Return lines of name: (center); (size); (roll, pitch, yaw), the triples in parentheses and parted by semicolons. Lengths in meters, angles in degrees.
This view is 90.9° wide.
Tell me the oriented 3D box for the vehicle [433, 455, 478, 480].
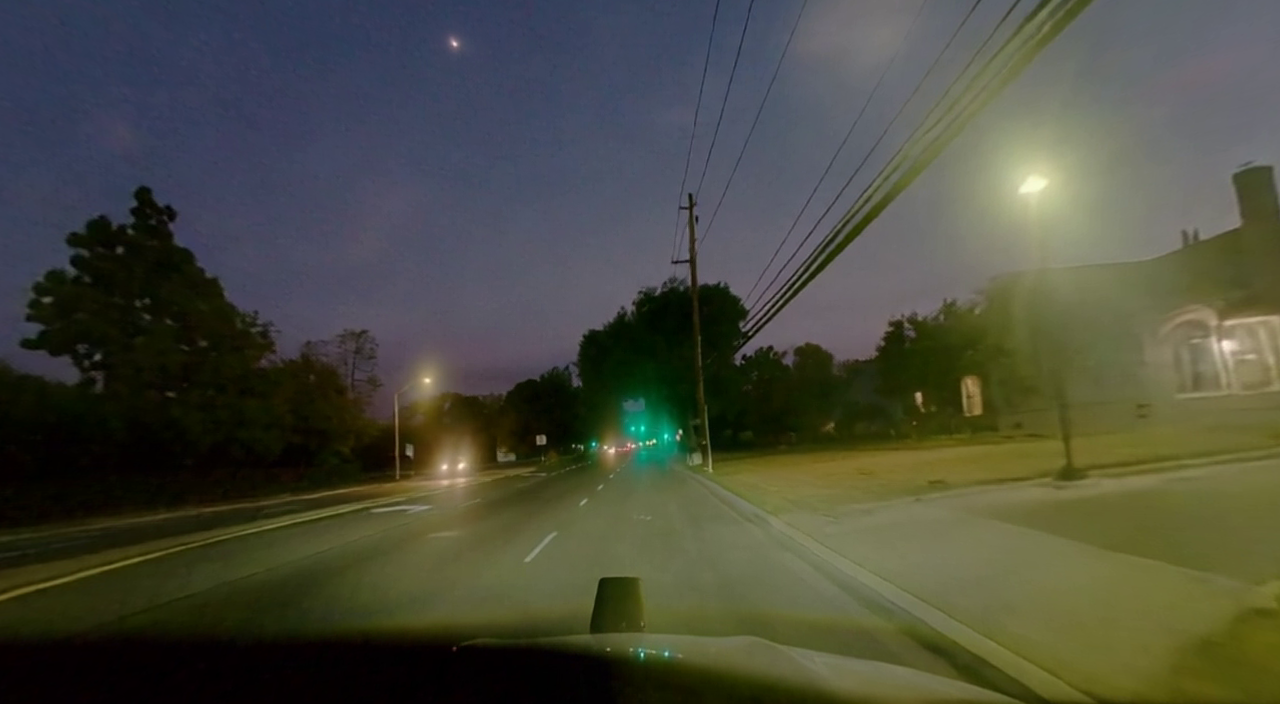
vehicle: (-14.167, 8.865, 48.630); (1.996, 1.695, 4.635); (-1, -8, 0)
